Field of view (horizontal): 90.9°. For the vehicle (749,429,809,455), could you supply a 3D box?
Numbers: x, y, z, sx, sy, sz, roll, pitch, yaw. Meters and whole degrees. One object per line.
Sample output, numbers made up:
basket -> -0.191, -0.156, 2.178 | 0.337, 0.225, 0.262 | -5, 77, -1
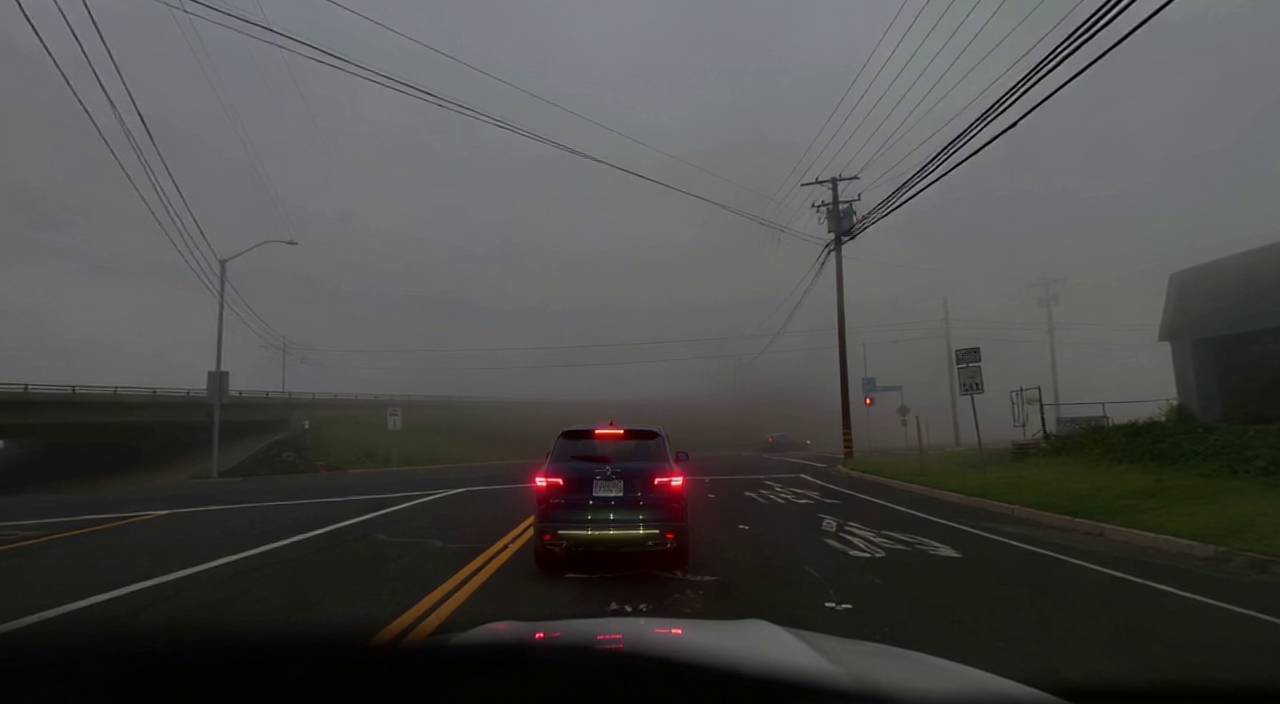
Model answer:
vehicle -> 10.157, 6.552, 45.900 | 1.966, 1.785, 4.855 | -8, -12, 43

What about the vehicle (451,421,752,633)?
vehicle -> -0.232, 1.527, 6.472 | 2.090, 1.458, 4.033 | -1, -9, 1
